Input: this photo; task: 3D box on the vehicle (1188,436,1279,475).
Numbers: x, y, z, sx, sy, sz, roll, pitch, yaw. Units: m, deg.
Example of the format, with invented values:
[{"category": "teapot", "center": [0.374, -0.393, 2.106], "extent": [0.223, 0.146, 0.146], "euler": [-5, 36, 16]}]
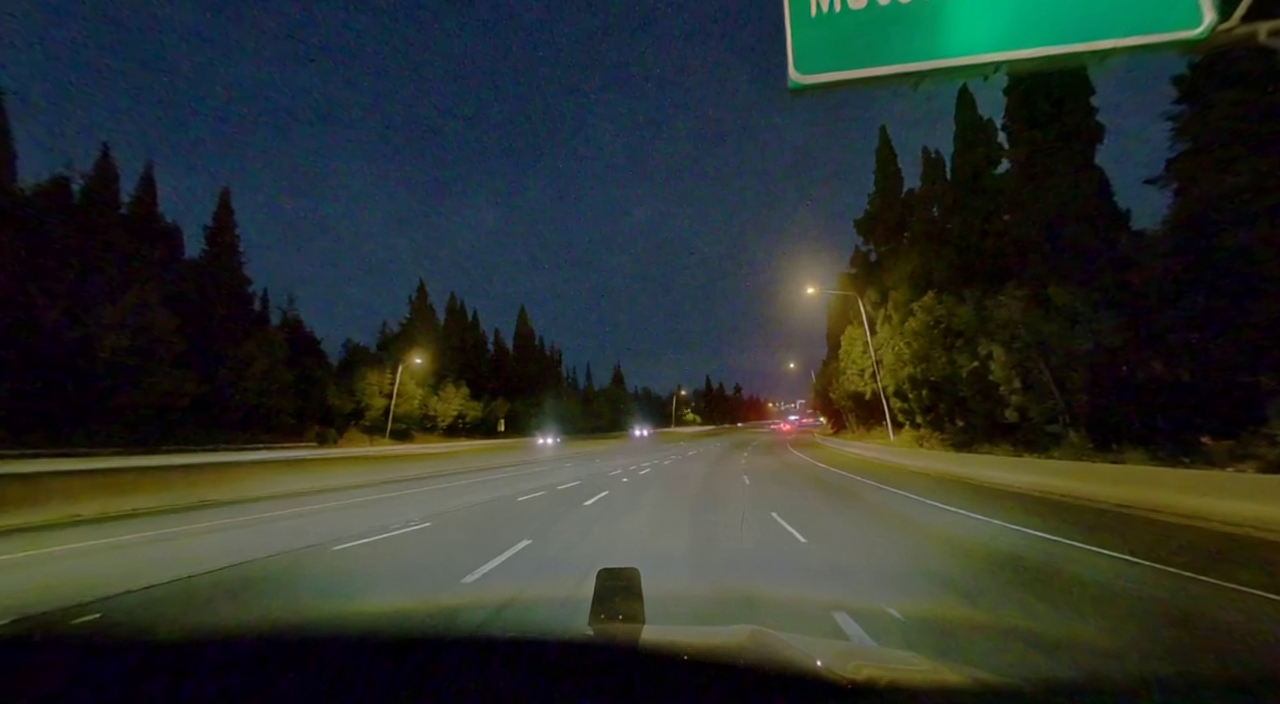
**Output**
[{"category": "vehicle", "center": [38.630, 6.673, 40.674], "extent": [2.193, 2.281, 5.602], "euler": [-3, -10, 12]}]
